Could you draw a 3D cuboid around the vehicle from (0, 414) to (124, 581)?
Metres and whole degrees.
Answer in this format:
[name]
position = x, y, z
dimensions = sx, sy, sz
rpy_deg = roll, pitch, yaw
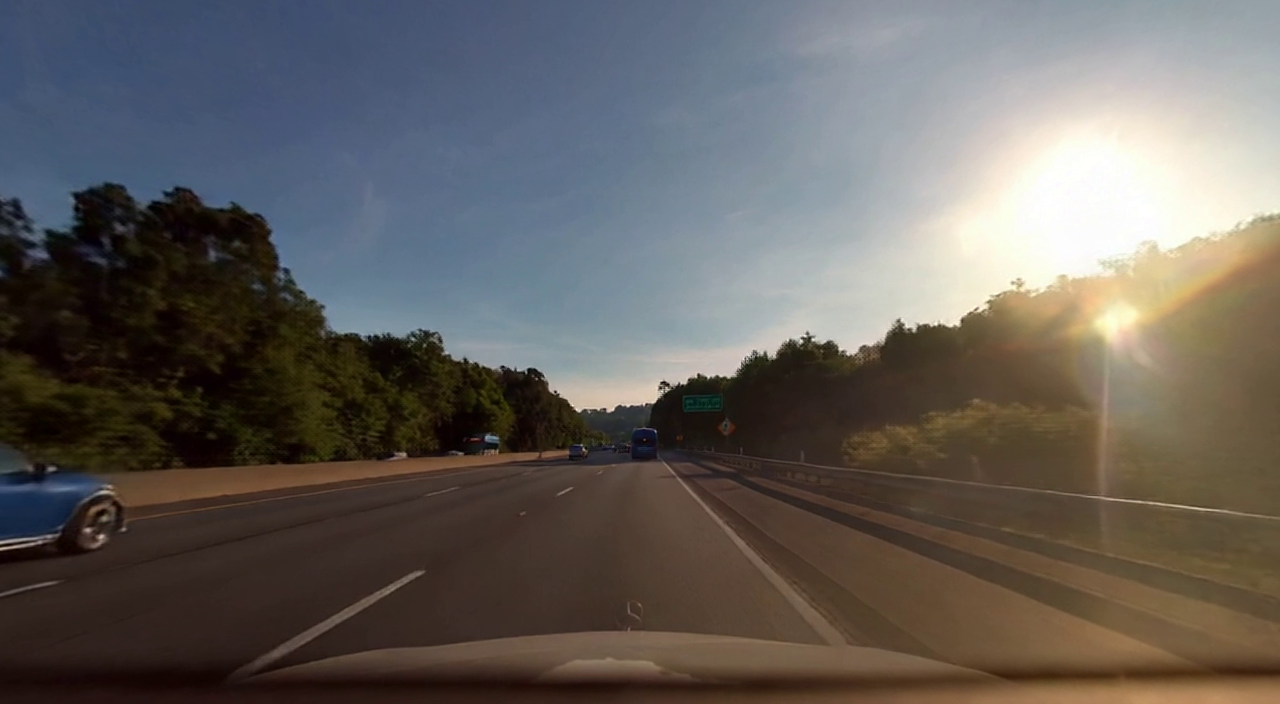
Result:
[vehicle]
position = -7.547, 1.350, 5.503
dimensions = 2.080, 1.674, 4.660
rpy_deg = 0, -8, 1
